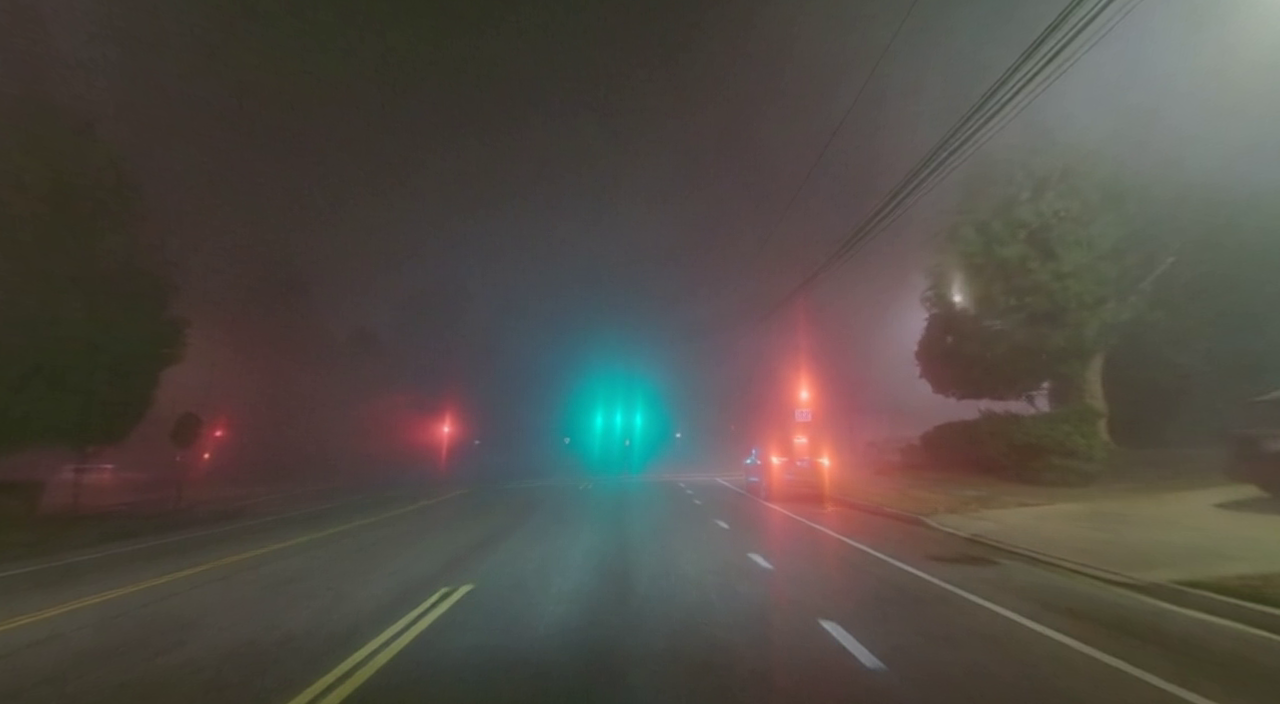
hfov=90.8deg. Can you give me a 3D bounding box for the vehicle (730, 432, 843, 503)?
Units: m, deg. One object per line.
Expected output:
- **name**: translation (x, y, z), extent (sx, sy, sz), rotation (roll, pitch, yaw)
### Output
- **vehicle**: translation (3.778, 3.039, 17.123), extent (1.900, 1.661, 4.346), rotation (0, -8, -2)

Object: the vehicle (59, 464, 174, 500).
- **vehicle**: translation (-29.772, 7.378, 36.064), extent (4.830, 1.521, 1.948), rotation (-5, -9, -2)
